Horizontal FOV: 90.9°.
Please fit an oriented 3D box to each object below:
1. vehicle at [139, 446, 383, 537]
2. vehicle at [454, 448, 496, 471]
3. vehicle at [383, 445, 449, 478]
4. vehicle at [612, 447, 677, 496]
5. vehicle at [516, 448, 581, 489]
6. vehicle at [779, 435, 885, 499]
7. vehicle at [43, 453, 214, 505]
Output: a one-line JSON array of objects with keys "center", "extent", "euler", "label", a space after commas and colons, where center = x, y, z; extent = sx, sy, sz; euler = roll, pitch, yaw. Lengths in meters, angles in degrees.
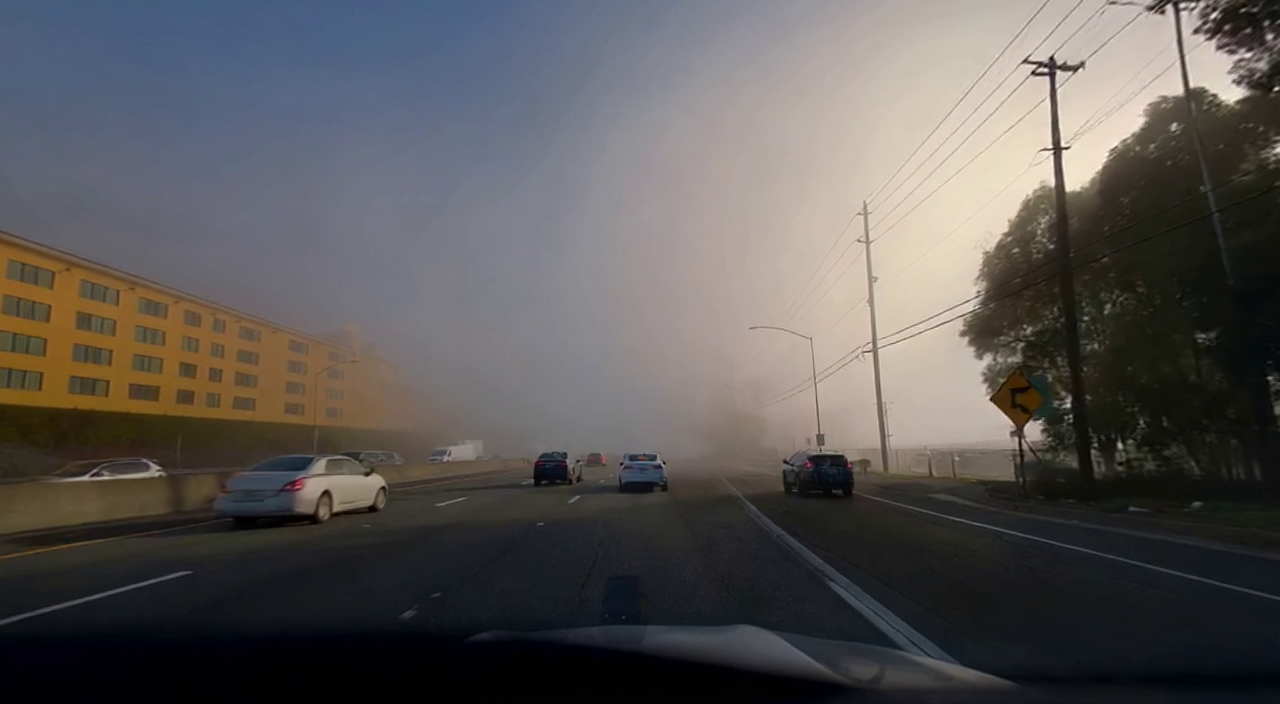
[{"center": [-7.372, 2.710, 13.062], "extent": [2.069, 1.488, 4.780], "euler": [0, -8, 0], "label": "vehicle"}, {"center": [-12.548, 8.186, 48.227], "extent": [1.991, 1.537, 4.464], "euler": [0, -8, 0], "label": "vehicle"}, {"center": [-12.756, 6.251, 36.221], "extent": [2.037, 1.712, 4.530], "euler": [-1, -8, 1], "label": "vehicle"}, {"center": [0.132, 4.167, 22.399], "extent": [2.107, 1.538, 3.999], "euler": [0, -8, 0], "label": "vehicle"}, {"center": [-3.698, 4.790, 26.286], "extent": [2.034, 1.466, 4.363], "euler": [-1, -8, 1], "label": "vehicle"}, {"center": [6.060, 3.674, 20.609], "extent": [2.106, 1.817, 4.845], "euler": [-1, -8, 3], "label": "vehicle"}, {"center": [-16.824, 4.160, 21.131], "extent": [1.854, 1.433, 4.603], "euler": [-1, -8, 1], "label": "vehicle"}]
